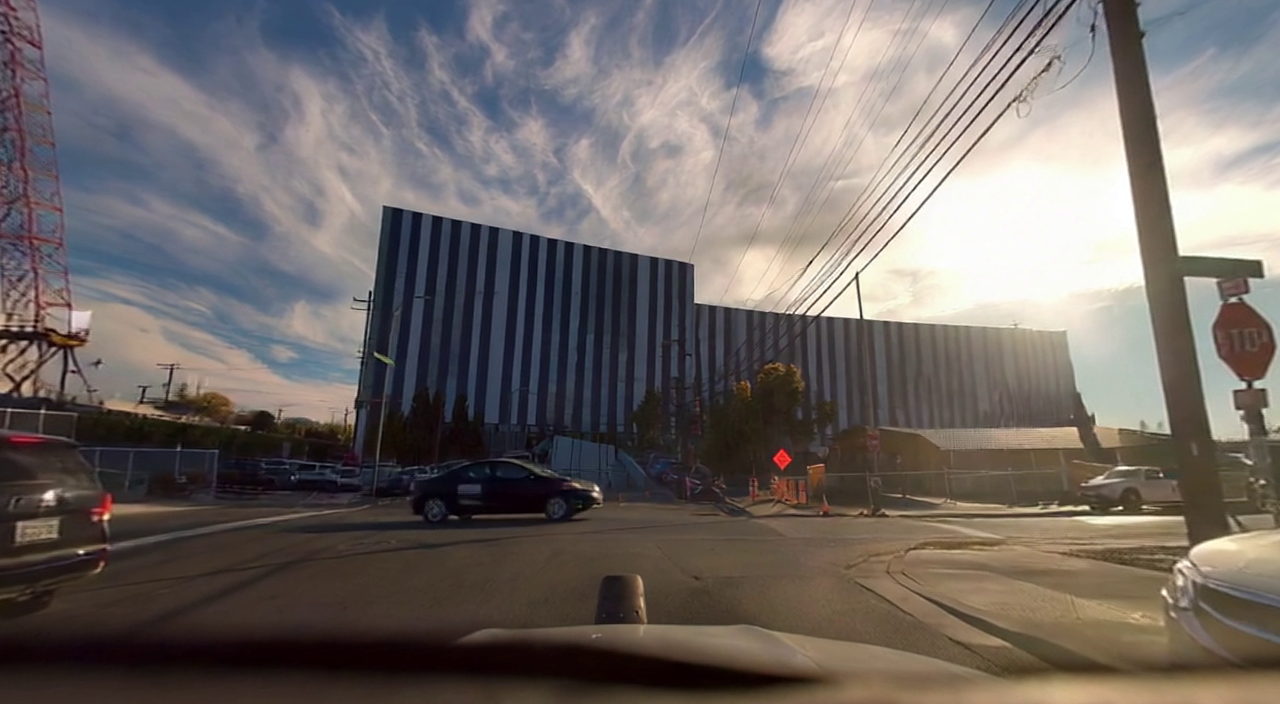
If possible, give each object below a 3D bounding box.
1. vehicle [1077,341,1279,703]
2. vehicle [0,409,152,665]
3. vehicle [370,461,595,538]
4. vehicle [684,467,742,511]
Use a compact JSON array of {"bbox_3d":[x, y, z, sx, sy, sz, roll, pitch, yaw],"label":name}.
[{"bbox_3d":[4.461,0.836,2.194,4.416,1.750,2.011,0,-8,-4],"label":"vehicle"},{"bbox_3d":[-6.679,1.036,4.114,5.025,1.648,2.055,5,-12,-4],"label":"vehicle"},{"bbox_3d":[-3.289,3.199,14.019,4.549,1.497,1.887,0,-8,-4],"label":"vehicle"},{"bbox_3d":[3.411,6.506,30.309,2.007,1.804,4.136,1,-8,-4],"label":"vehicle"}]
